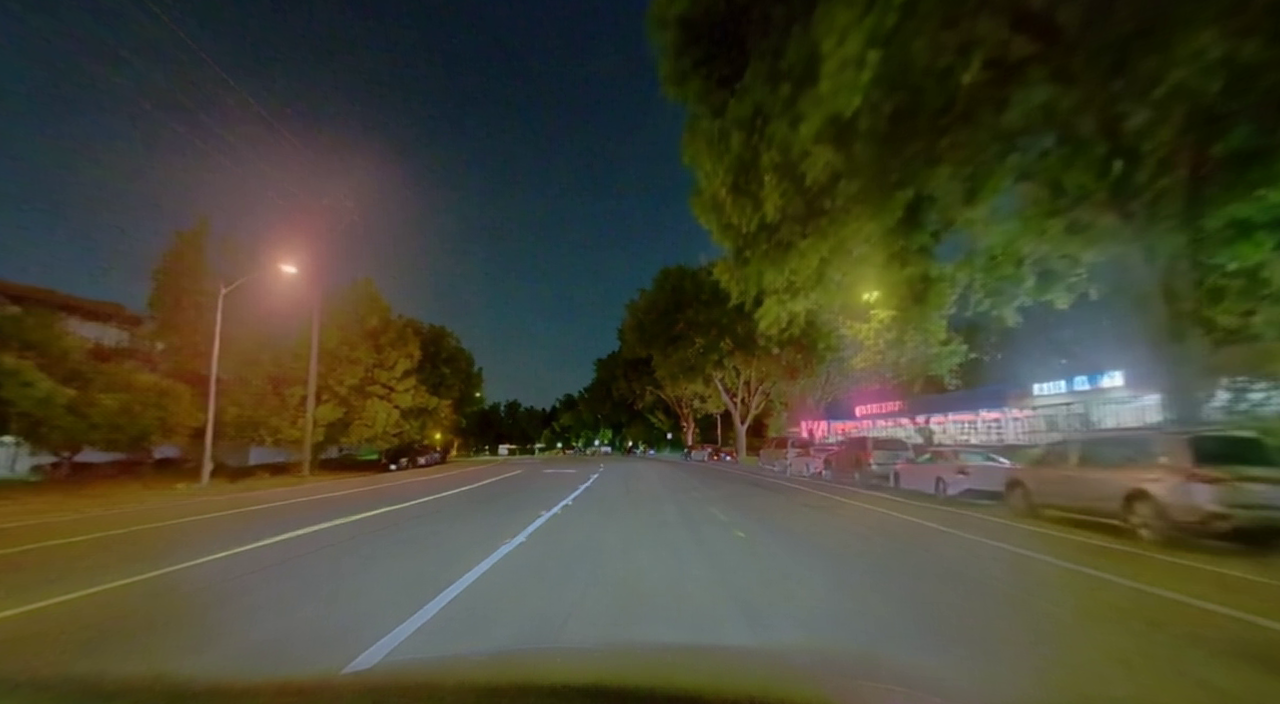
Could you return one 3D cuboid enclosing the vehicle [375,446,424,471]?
[{"bbox_3d":[-15.587,6.905,41.186,2.027,1.470,4.550,1,-9,-8],"label":"vehicle"}]

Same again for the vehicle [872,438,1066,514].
[{"bbox_3d":[7.422,2.839,15.031,1.870,1.469,5.136,0,-9,0],"label":"vehicle"}]

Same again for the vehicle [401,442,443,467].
[{"bbox_3d":[-15.940,7.488,46.327,1.927,1.748,4.474,1,-9,-7],"label":"vehicle"}]

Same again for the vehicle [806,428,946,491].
[{"bbox_3d":[7.515,3.495,20.854,2.425,1.818,5.028,0,-9,-3],"label":"vehicle"}]

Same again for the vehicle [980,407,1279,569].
[{"bbox_3d":[7.599,1.821,9.313,2.095,1.693,5.173,0,-9,-2],"label":"vehicle"}]

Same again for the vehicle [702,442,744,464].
[{"bbox_3d":[6.030,7.407,46.509,1.872,1.515,4.799,1,-9,-8],"label":"vehicle"}]

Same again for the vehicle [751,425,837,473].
[{"bbox_3d":[7.425,4.823,31.351,2.543,2.114,5.984,0,-9,-2],"label":"vehicle"}]
